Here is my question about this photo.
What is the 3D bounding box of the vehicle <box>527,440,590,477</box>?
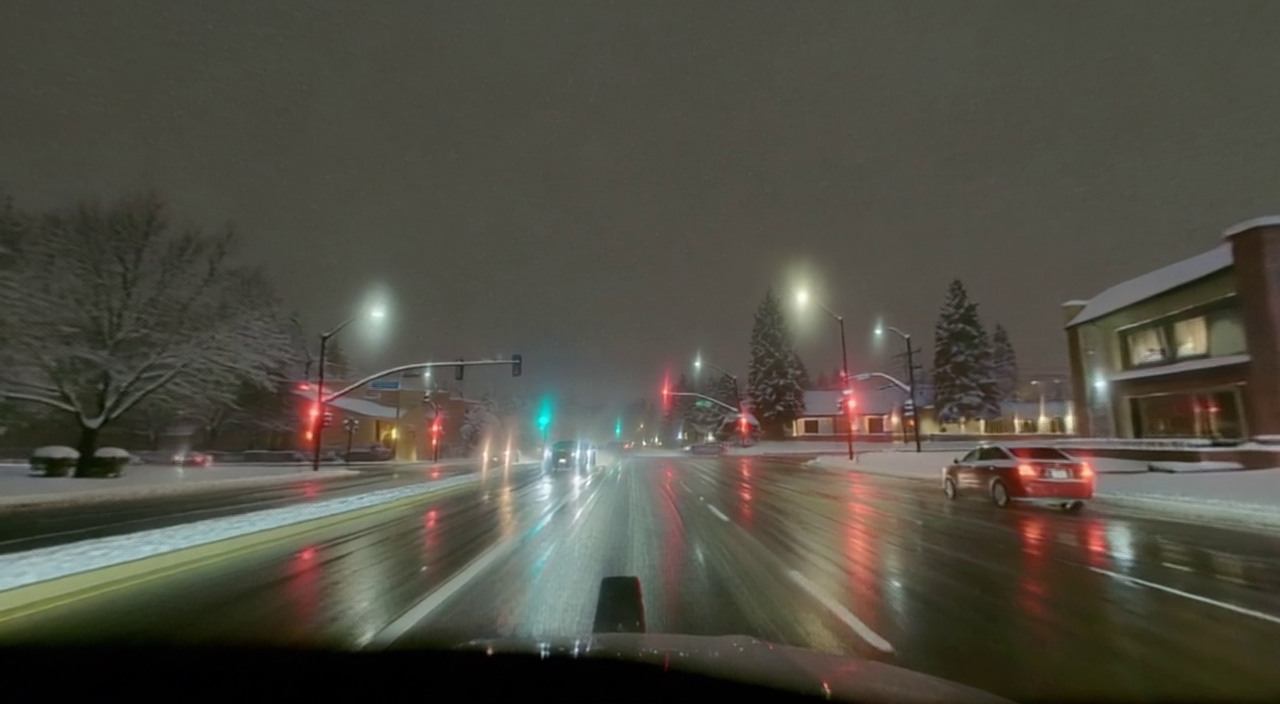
[{"bbox_3d":[-3.507,4.711,28.128,2.121,1.481,4.708,0,-8,1],"label":"vehicle"}]

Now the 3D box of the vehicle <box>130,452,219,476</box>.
[{"bbox_3d":[-32.050,7.677,43.514,5.228,1.539,2.009,-3,-9,16],"label":"vehicle"}]

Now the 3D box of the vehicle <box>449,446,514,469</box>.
[{"bbox_3d":[-10.620,7.074,42.623,1.873,1.485,4.382,-4,-9,24],"label":"vehicle"}]

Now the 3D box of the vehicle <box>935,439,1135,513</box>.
[{"bbox_3d":[8.959,2.820,14.883,1.936,1.460,4.258,0,-8,0],"label":"vehicle"}]
